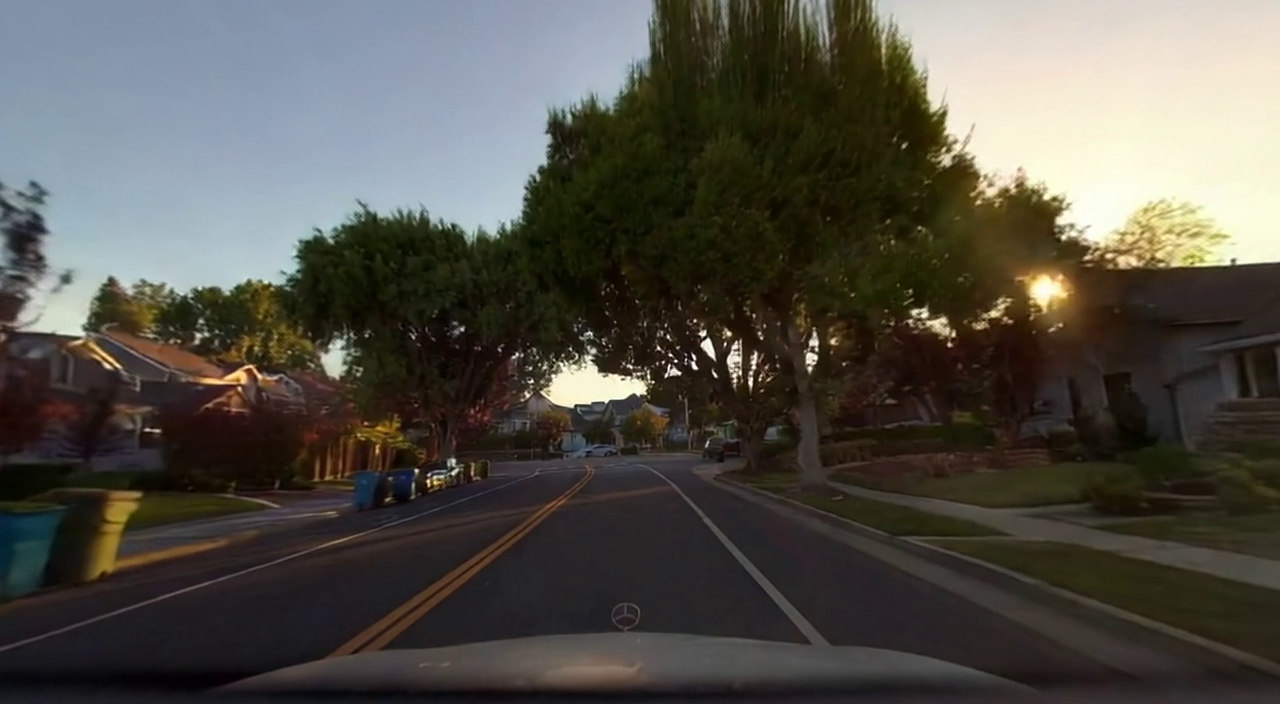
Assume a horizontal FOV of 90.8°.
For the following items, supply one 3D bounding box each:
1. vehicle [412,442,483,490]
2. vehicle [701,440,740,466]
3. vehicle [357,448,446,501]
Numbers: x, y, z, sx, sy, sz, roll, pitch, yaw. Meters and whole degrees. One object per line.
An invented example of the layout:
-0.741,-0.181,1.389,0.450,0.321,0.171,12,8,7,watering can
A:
-9.711,5.742,32.266,2.099,2.001,4.845,-4,-7,-1,vehicle
5.471,6.944,43.486,2.010,1.694,4.661,0,-9,-1,vehicle
-9.487,4.849,25.525,1.998,1.689,4.384,-4,-7,-2,vehicle
